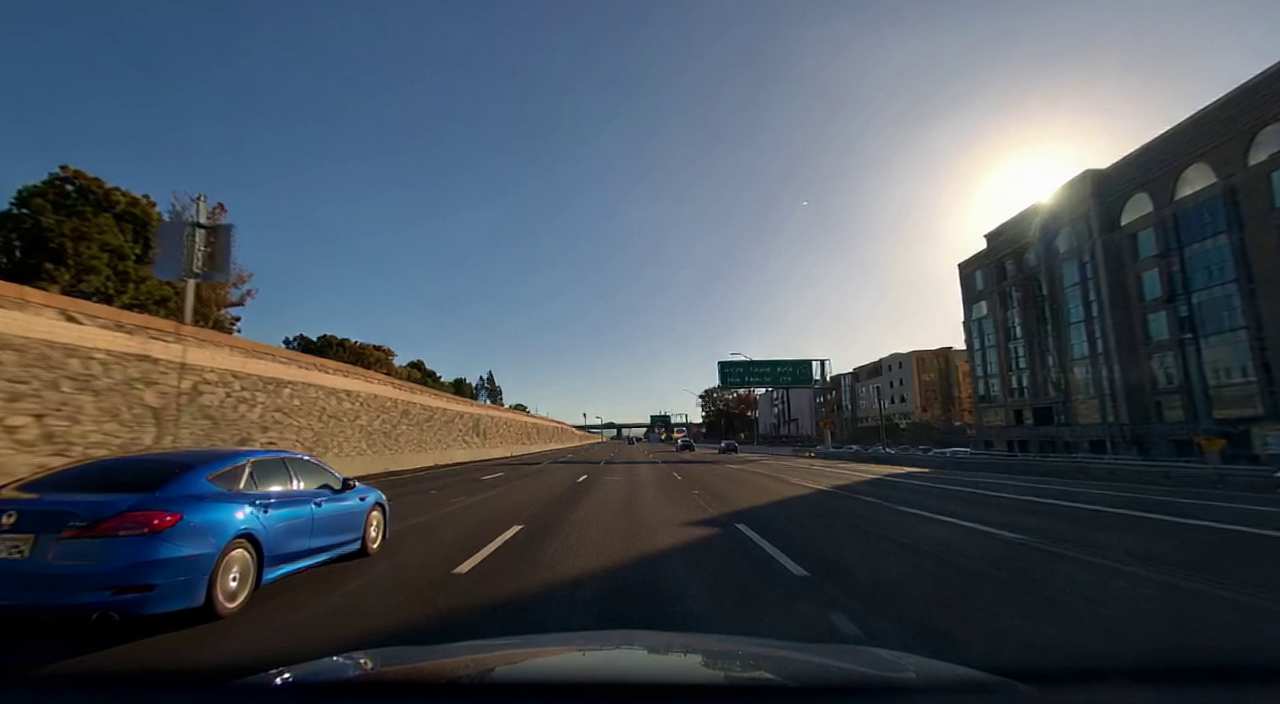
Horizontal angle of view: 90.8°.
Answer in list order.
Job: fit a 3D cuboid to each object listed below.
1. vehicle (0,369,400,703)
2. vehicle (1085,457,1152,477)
[{"bbox_3d":[-3.879,1.209,5.274,2.070,1.641,4.315,0,-8,-1],"label":"vehicle"},{"bbox_3d":[35.199,8.458,46.498,3.611,1.377,1.625,0,-8,0],"label":"vehicle"}]
